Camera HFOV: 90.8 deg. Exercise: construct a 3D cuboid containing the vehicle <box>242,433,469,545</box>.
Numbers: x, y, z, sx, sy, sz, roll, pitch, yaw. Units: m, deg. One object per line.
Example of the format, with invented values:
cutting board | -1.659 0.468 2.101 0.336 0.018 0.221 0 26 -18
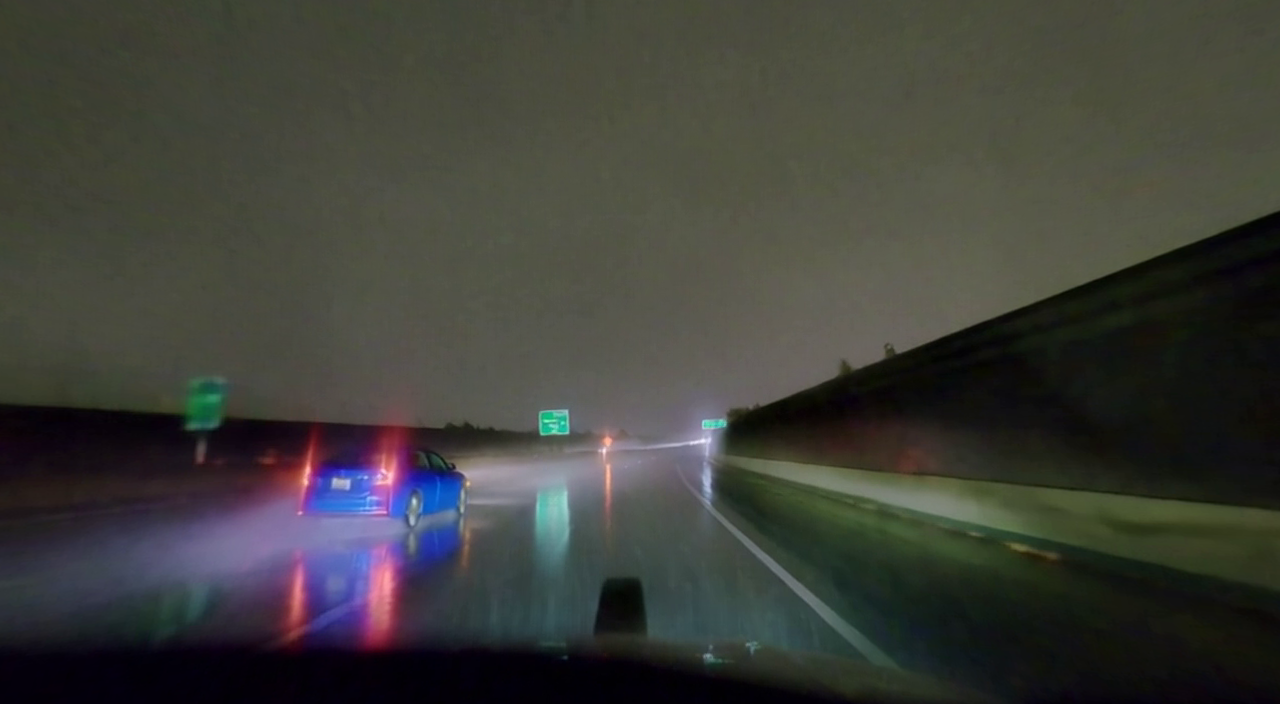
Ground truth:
vehicle | -4.369 2.142 10.465 1.928 1.504 3.745 0 -9 1
